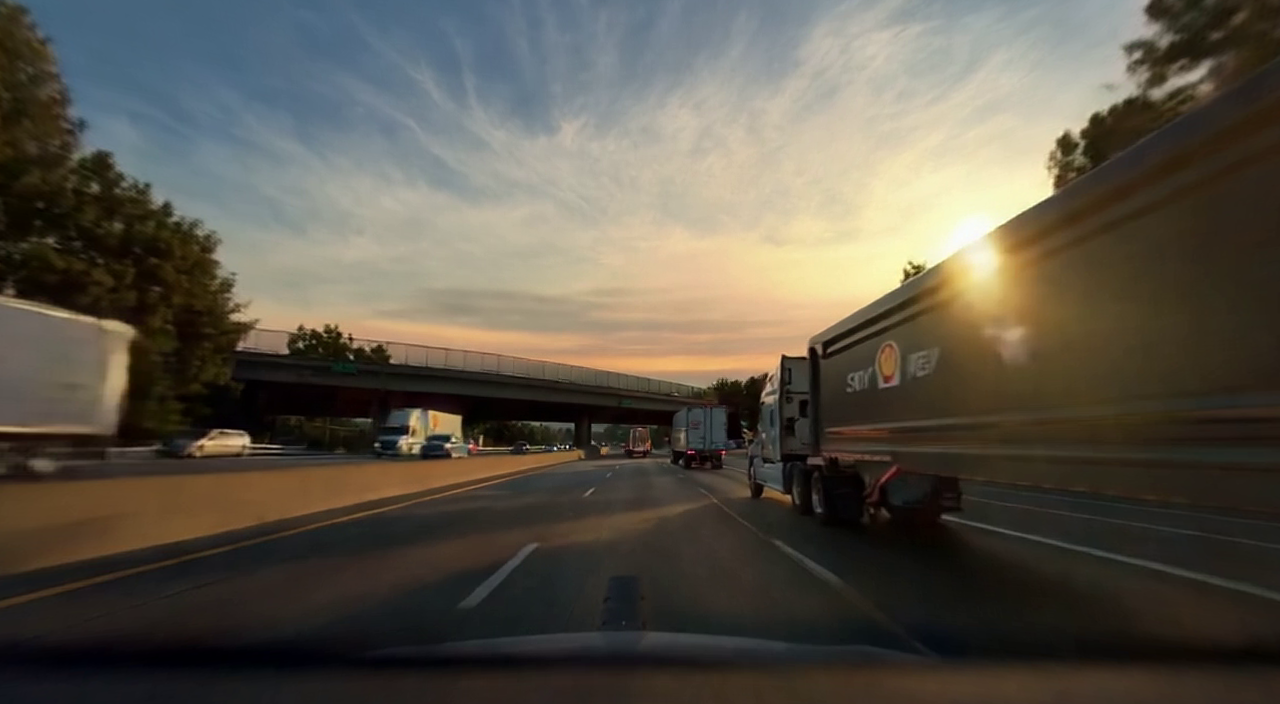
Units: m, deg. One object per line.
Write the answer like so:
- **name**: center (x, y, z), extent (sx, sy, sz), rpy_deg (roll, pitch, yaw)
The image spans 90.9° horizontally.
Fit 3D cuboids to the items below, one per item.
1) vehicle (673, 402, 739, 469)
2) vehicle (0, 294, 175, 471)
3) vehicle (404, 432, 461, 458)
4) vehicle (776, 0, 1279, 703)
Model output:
- **vehicle**: center (4.272, 6.023, 44.598), extent (2.881, 3.995, 14.382), rpy_deg (0, -9, -1)
- **vehicle**: center (-15.849, 0.357, 11.984), extent (2.918, 3.945, 14.545), rpy_deg (0, -9, 0)
- **vehicle**: center (-12.457, 5.631, 38.161), extent (1.919, 1.497, 4.531), rpy_deg (0, -9, 0)
- **vehicle**: center (4.025, 0.008, 4.629), extent (2.922, 3.987, 14.038), rpy_deg (0, -9, 0)
